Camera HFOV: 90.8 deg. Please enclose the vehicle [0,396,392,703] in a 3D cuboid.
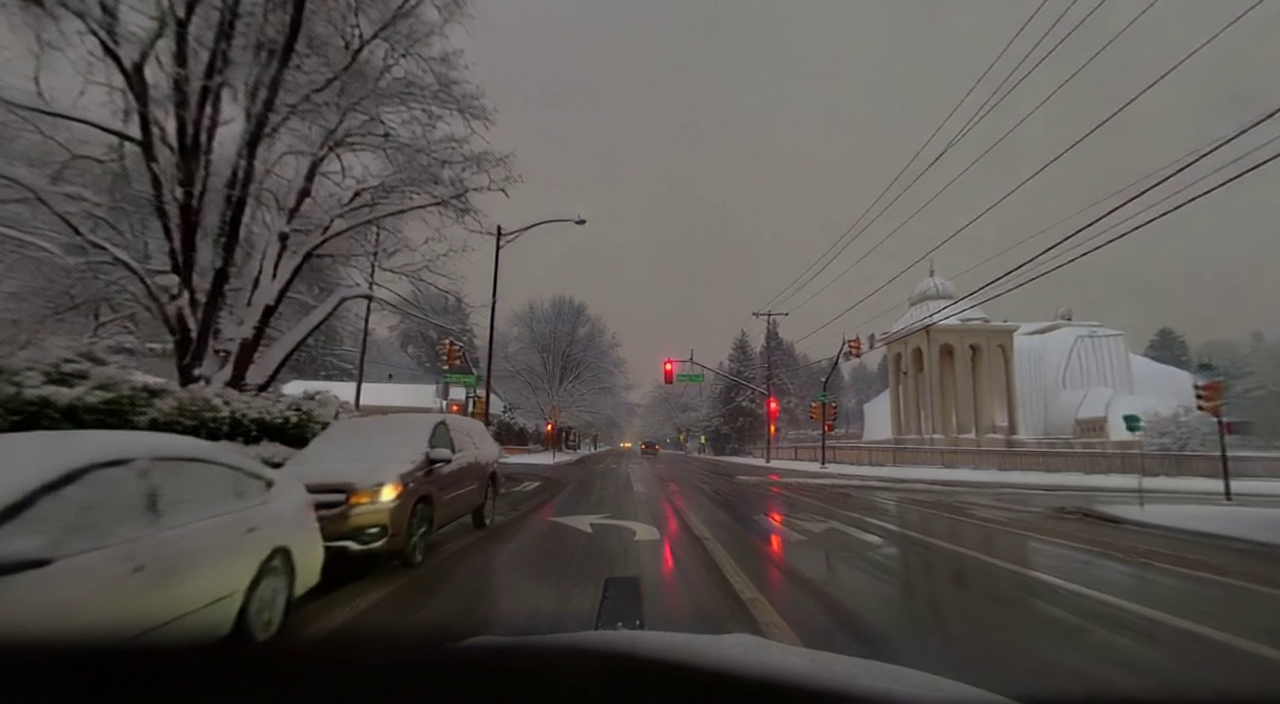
[{"bbox_3d":[-3.476,1.188,4.084,1.855,1.534,4.644,0,-9,0],"label":"vehicle"}]
